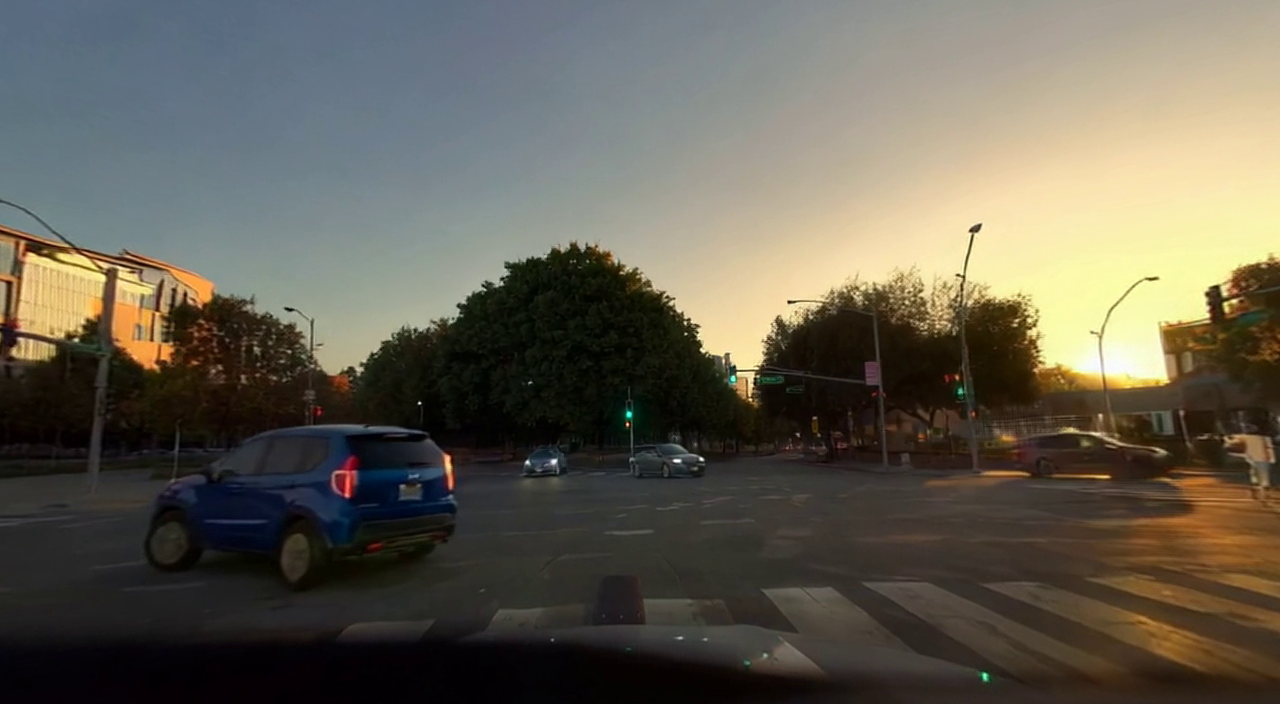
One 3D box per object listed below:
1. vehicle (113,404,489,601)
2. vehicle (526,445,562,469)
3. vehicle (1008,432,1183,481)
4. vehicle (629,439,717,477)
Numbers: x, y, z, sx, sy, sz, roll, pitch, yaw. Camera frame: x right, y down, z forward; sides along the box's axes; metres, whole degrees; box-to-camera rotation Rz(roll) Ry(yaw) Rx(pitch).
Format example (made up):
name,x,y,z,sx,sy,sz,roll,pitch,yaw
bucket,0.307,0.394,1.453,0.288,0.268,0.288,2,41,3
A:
name,x,y,z,sx,sy,sz,roll,pitch,yaw
vehicle,-4.157,1.675,7.789,4.038,1.807,2.085,-5,-10,28
vehicle,-6.823,7.496,45.359,2.034,1.663,4.025,0,-8,-1
vehicle,16.188,3.749,22.767,4.529,1.604,2.130,-3,-9,16
vehicle,1.520,5.176,31.156,1.998,1.674,4.652,5,-10,-33
